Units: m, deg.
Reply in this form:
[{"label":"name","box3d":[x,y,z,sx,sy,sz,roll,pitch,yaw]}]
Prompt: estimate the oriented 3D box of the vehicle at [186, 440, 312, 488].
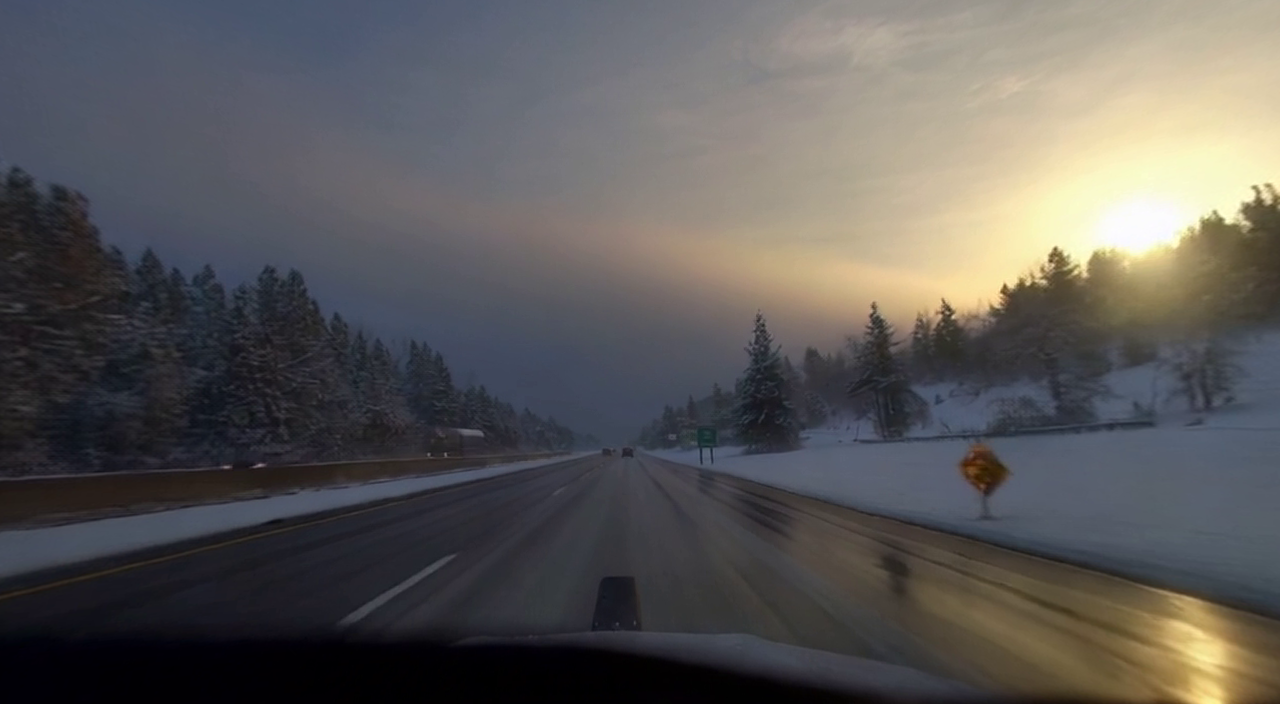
[{"label":"vehicle","box3d":[-18.077,5.203,29.424,2.285,2.022,5.428,0,-9,1]}]
